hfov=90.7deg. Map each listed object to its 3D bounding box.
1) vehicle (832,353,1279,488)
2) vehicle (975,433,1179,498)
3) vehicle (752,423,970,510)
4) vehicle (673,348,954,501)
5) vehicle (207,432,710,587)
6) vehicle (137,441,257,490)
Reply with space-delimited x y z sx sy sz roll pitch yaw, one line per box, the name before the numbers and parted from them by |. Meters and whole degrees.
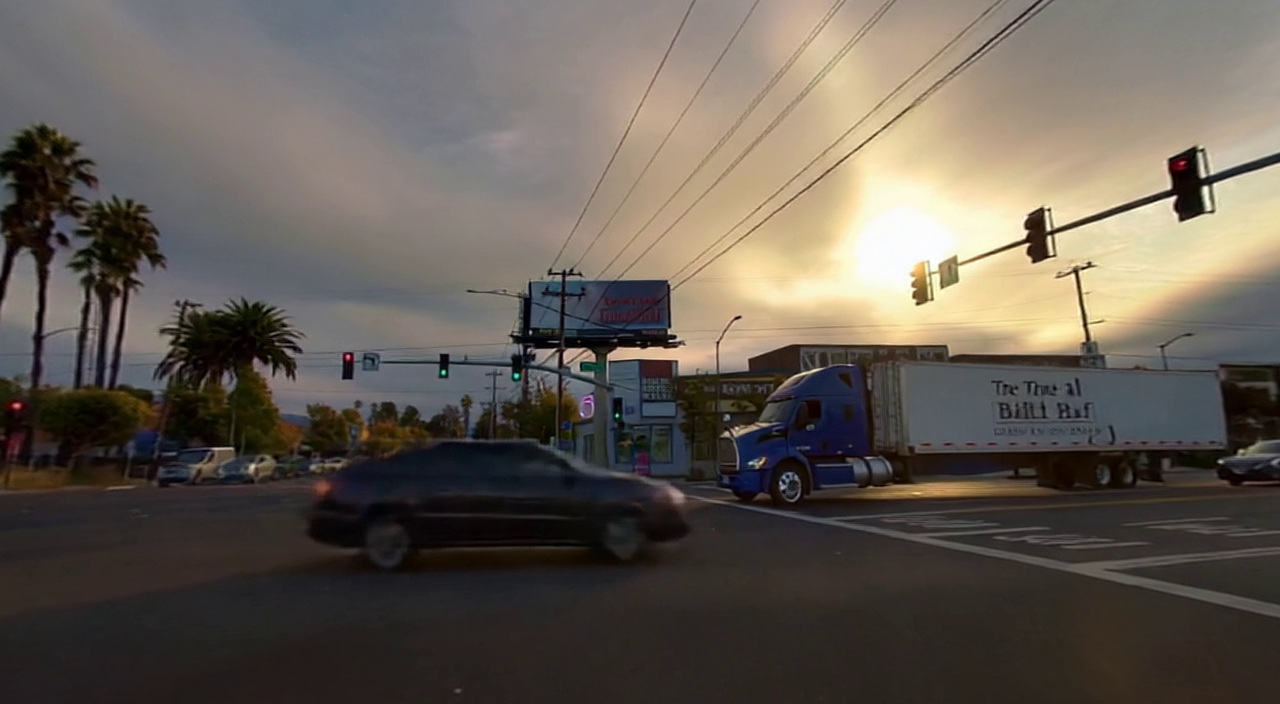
vehicle | 15.533 2.572 23.010 17.071 4.151 2.876 2 -9 -14
vehicle | 12.878 3.336 18.756 4.958 1.510 1.949 -1 -10 -13
vehicle | 5.952 3.104 17.345 5.079 1.893 2.200 -1 -10 -14
vehicle | 5.431 2.375 20.501 8.167 4.352 3.029 2 -9 -14
vehicle | -1.918 1.762 7.773 5.114 1.492 2.040 2 -9 -13
vehicle | -25.193 6.434 36.418 2.989 2.573 6.053 1 -9 -7
